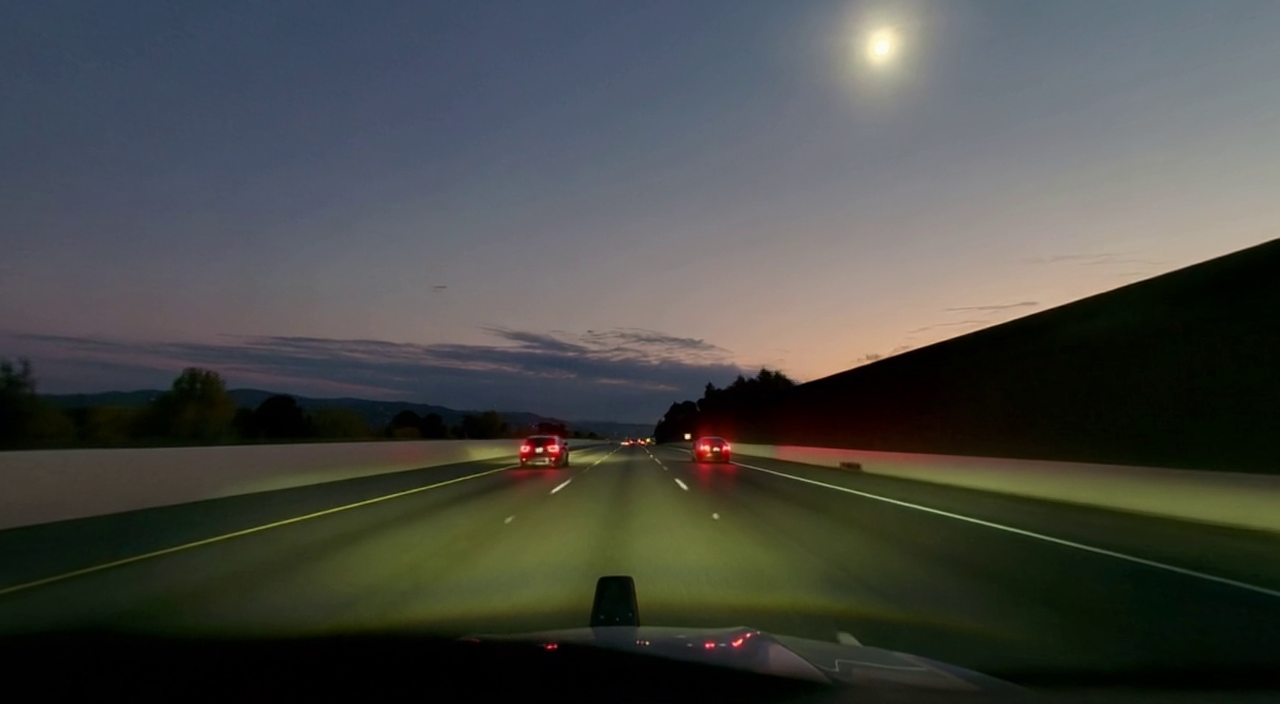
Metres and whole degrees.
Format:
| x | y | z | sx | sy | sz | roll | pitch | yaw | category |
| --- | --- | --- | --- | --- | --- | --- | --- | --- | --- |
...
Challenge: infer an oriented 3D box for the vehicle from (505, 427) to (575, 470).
| x | y | z | sx | sy | sz | roll | pitch | yaw | category |
| --- | --- | --- | --- | --- | --- | --- | --- | --- | --- |
| -4.065 | 3.985 | 26.263 | 2.219 | 1.660 | 4.153 | 0 | -8 | 0 | vehicle |

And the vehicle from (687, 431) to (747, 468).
| x | y | z | sx | sy | sz | roll | pitch | yaw | category |
| --- | --- | --- | --- | --- | --- | --- | --- | --- | --- |
| 3.410 | 4.409 | 28.807 | 2.077 | 1.523 | 4.539 | 0 | -8 | -1 | vehicle |
